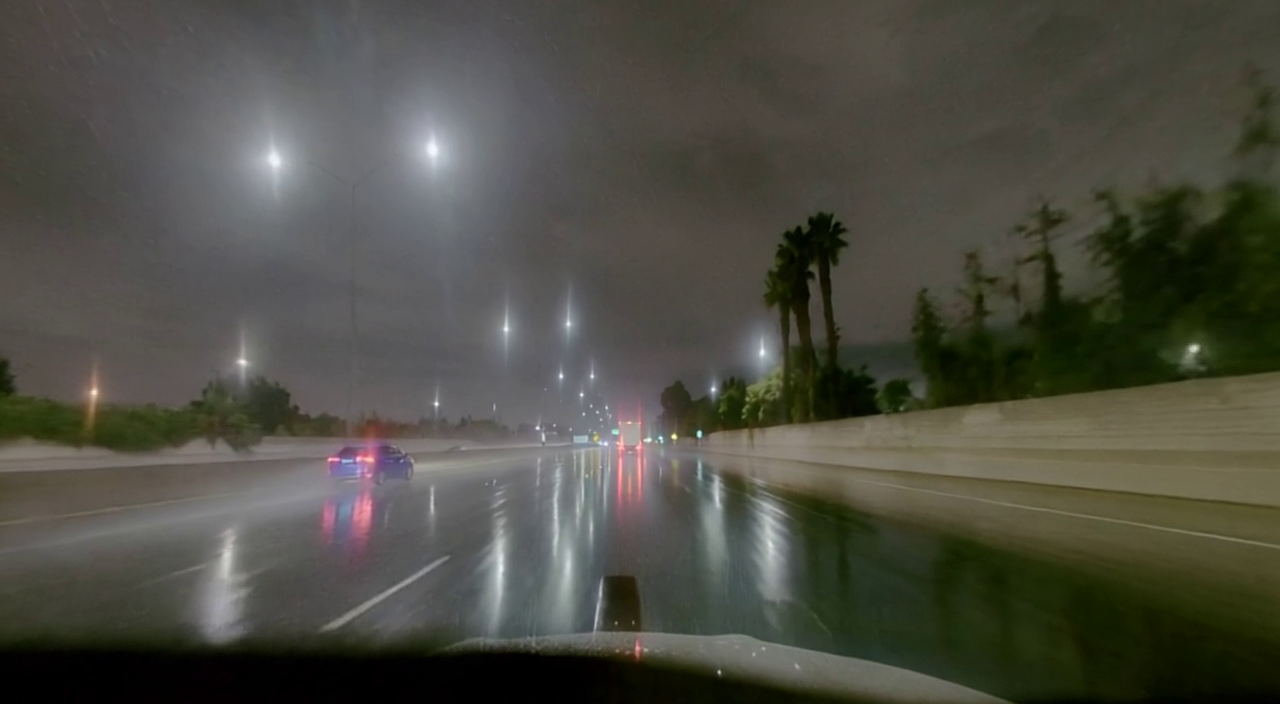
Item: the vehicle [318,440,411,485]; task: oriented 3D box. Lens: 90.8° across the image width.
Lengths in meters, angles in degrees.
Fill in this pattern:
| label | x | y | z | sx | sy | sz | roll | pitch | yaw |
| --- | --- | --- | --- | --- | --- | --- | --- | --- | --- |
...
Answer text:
| label | x | y | z | sx | sy | sz | roll | pitch | yaw |
| --- | --- | --- | --- | --- | --- | --- | --- | --- | --- |
| vehicle | -10.978 | 4.428 | 25.565 | 1.897 | 1.653 | 4.113 | 0 | -8 | 0 |
